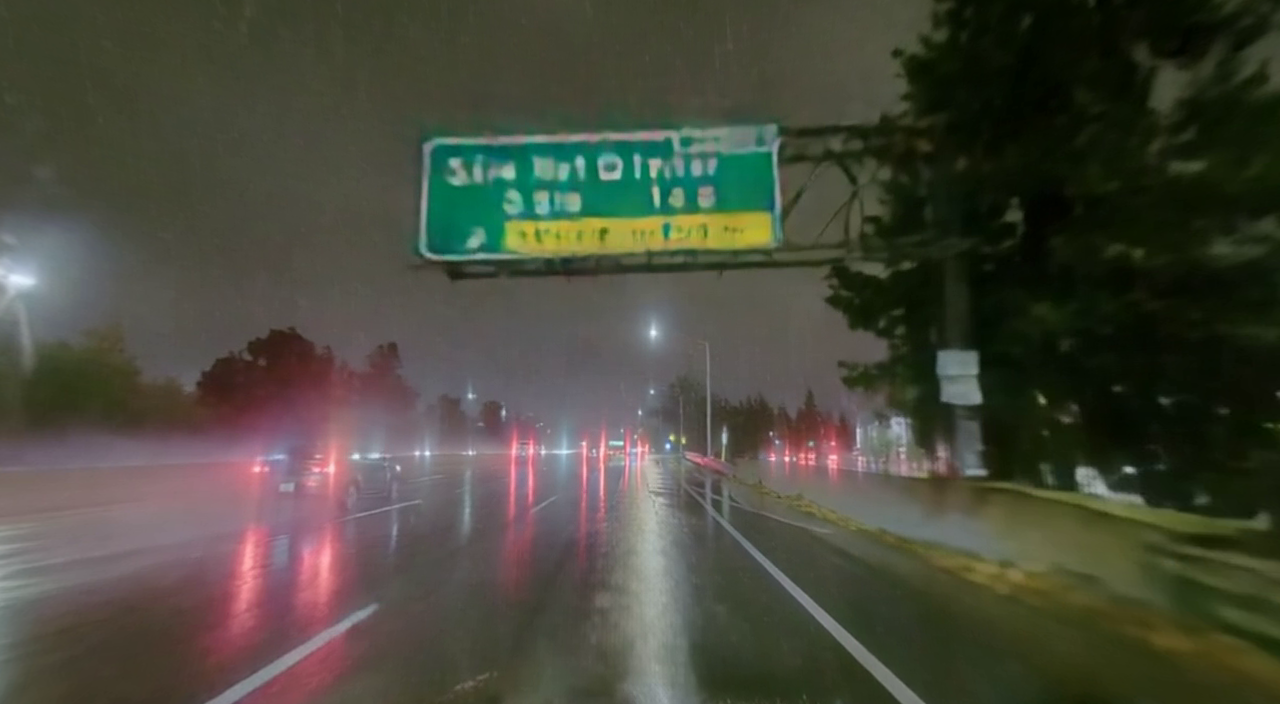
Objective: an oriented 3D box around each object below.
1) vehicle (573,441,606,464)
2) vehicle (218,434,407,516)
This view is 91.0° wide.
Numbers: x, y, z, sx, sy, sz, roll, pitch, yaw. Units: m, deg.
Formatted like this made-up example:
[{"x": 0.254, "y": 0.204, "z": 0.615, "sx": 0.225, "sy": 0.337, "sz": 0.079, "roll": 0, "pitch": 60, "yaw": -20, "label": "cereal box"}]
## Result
[{"x": -3.922, "y": 7.889, "z": 49.478, "sx": 2.158, "sy": 1.717, "sz": 4.375, "roll": 0, "pitch": -9, "yaw": 1, "label": "vehicle"}, {"x": -7.565, "y": 2.864, "z": 15.219, "sx": 2.071, "sy": 1.661, "sz": 4.540, "roll": 0, "pitch": -9, "yaw": 0, "label": "vehicle"}]
